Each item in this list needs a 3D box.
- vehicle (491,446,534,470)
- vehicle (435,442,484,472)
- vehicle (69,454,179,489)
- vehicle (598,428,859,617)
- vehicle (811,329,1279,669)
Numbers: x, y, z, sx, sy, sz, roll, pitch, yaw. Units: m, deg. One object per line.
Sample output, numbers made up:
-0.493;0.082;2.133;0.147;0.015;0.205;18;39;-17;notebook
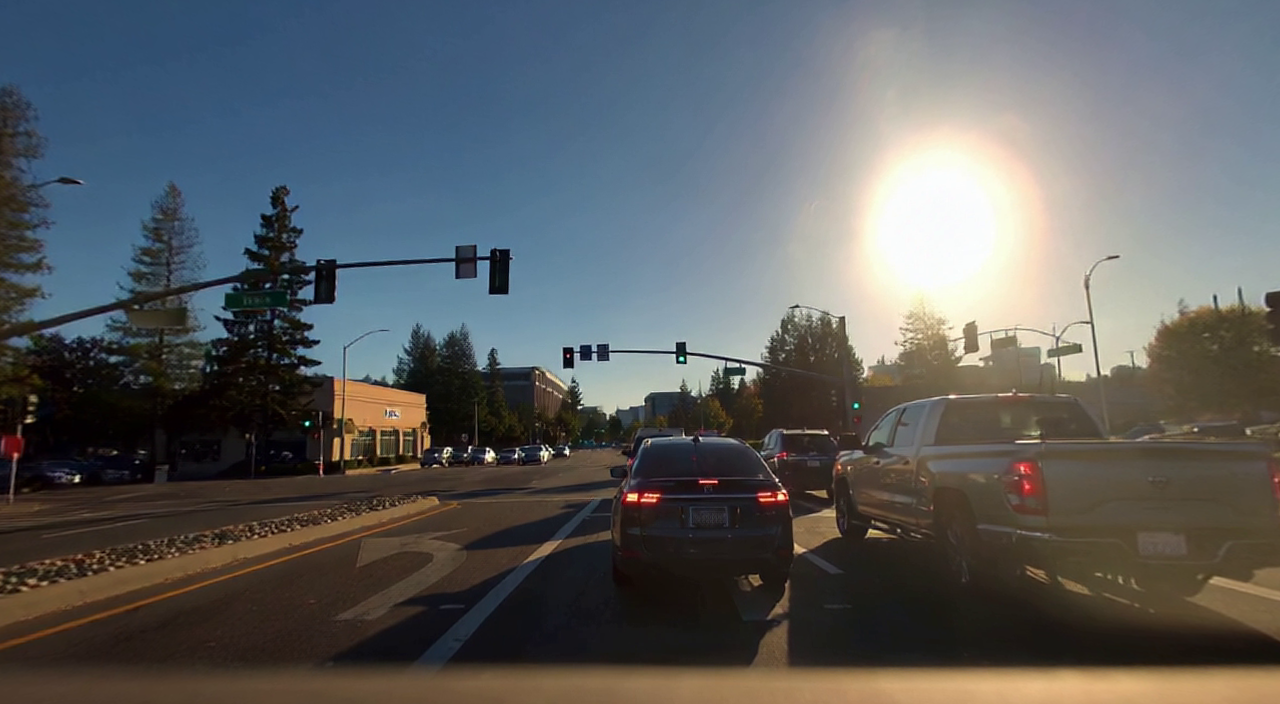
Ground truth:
-8.438;7.052;42.124;2.002;1.469;4.301;0;-8;-1;vehicle
-11.881;6.926;41.875;1.991;1.844;4.393;0;-8;-1;vehicle
-29.089;6.712;35.627;4.789;1.828;2.025;-2;-9;10;vehicle
0.615;1.605;6.859;2.038;1.447;3.756;0;-8;-2;vehicle
3.795;1.284;6.678;2.358;2.116;5.328;0;-8;-1;vehicle
